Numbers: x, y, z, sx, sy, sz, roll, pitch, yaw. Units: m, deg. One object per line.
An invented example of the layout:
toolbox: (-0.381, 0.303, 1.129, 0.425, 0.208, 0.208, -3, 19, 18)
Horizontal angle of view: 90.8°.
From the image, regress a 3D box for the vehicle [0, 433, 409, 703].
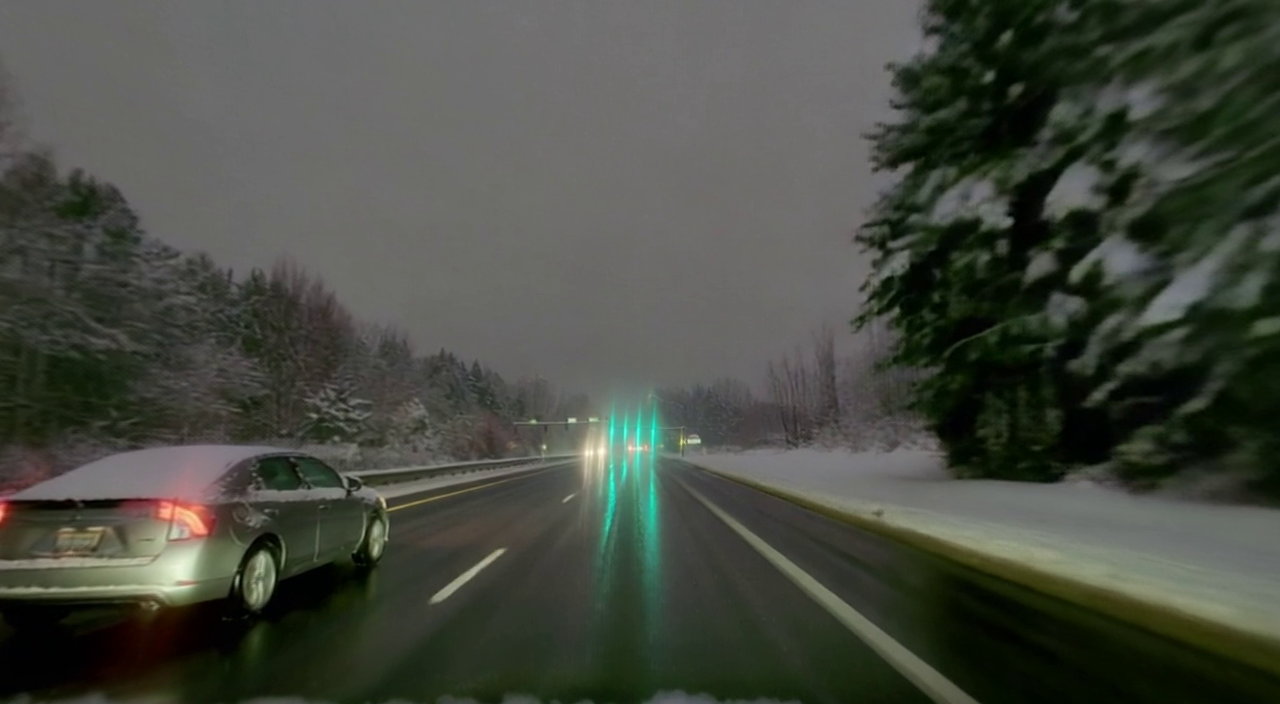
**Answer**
vehicle: (-3.823, 1.482, 5.555, 1.946, 1.437, 4.154, 0, -8, 1)
